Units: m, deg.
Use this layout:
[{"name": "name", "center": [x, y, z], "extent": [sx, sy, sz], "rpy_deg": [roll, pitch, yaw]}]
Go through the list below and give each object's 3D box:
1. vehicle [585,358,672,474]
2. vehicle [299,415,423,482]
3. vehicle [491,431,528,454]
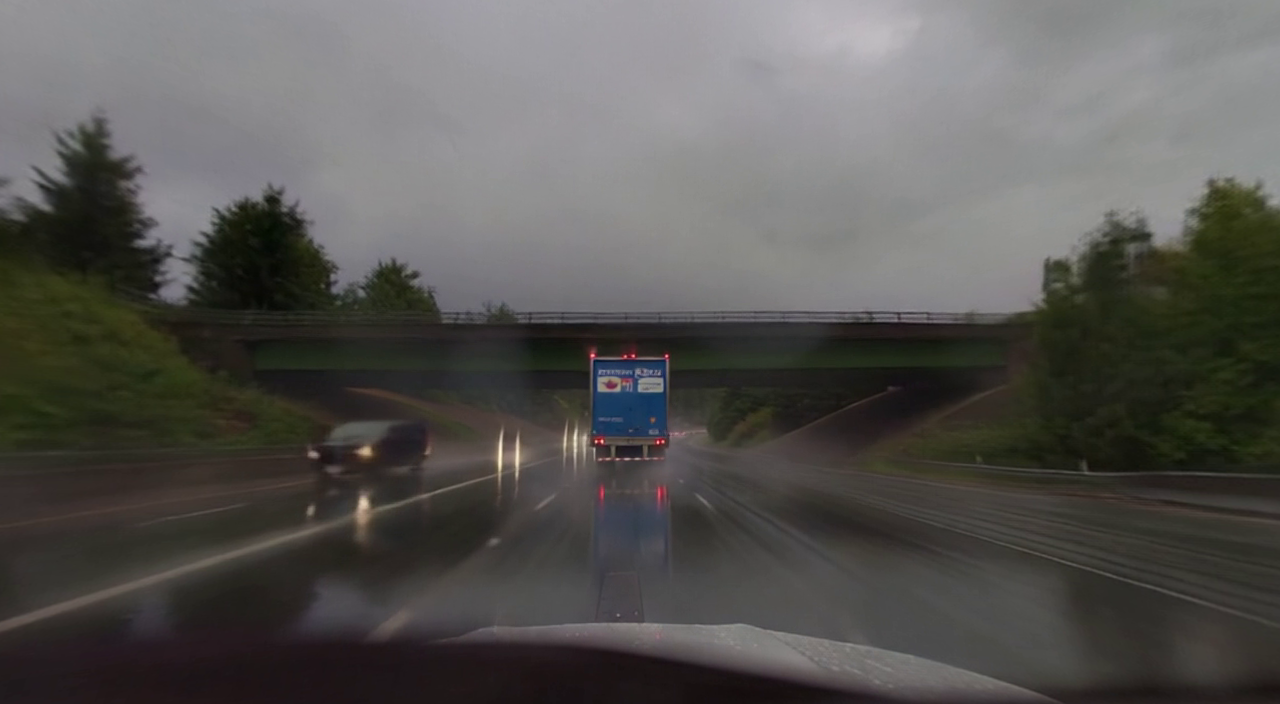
[{"name": "vehicle", "center": [-0.626, 2.795, 26.167], "extent": [2.895, 3.861, 10.213], "rpy_deg": [0, -8, -3]}, {"name": "vehicle", "center": [-8.676, 3.028, 20.097], "extent": [2.037, 1.853, 4.336], "rpy_deg": [0, -8, -1]}, {"name": "vehicle", "center": [-9.116, 6.384, 44.342], "extent": [1.828, 1.533, 3.432], "rpy_deg": [0, -8, 1]}]
